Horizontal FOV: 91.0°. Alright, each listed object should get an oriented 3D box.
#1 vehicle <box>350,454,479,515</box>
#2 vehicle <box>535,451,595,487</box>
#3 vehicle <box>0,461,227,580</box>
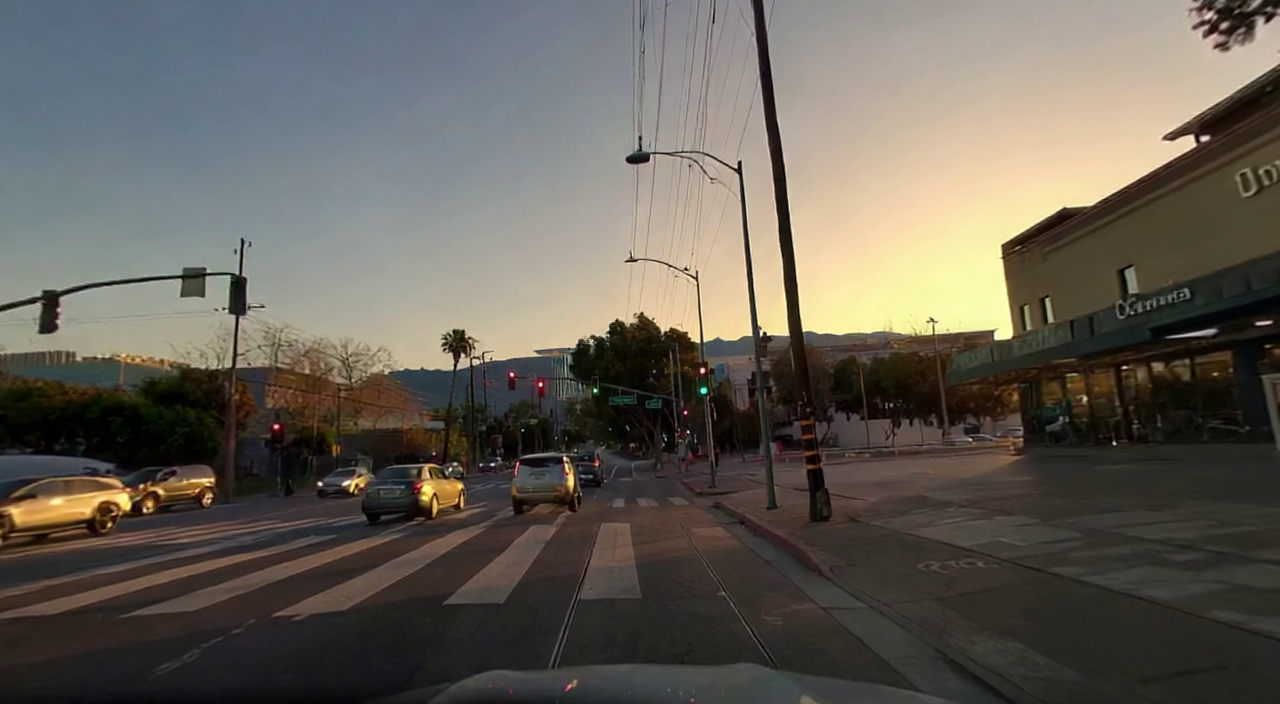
[{"bbox_3d":[-6.373,3.771,18.430,1.960,1.479,4.654,0,-9,1],"label":"vehicle"},{"bbox_3d":[-3.338,5.308,28.880,2.147,1.472,4.406,0,-9,1],"label":"vehicle"},{"bbox_3d":[-9.625,2.711,10.890,2.073,1.519,4.248,0,-9,0],"label":"vehicle"}]
